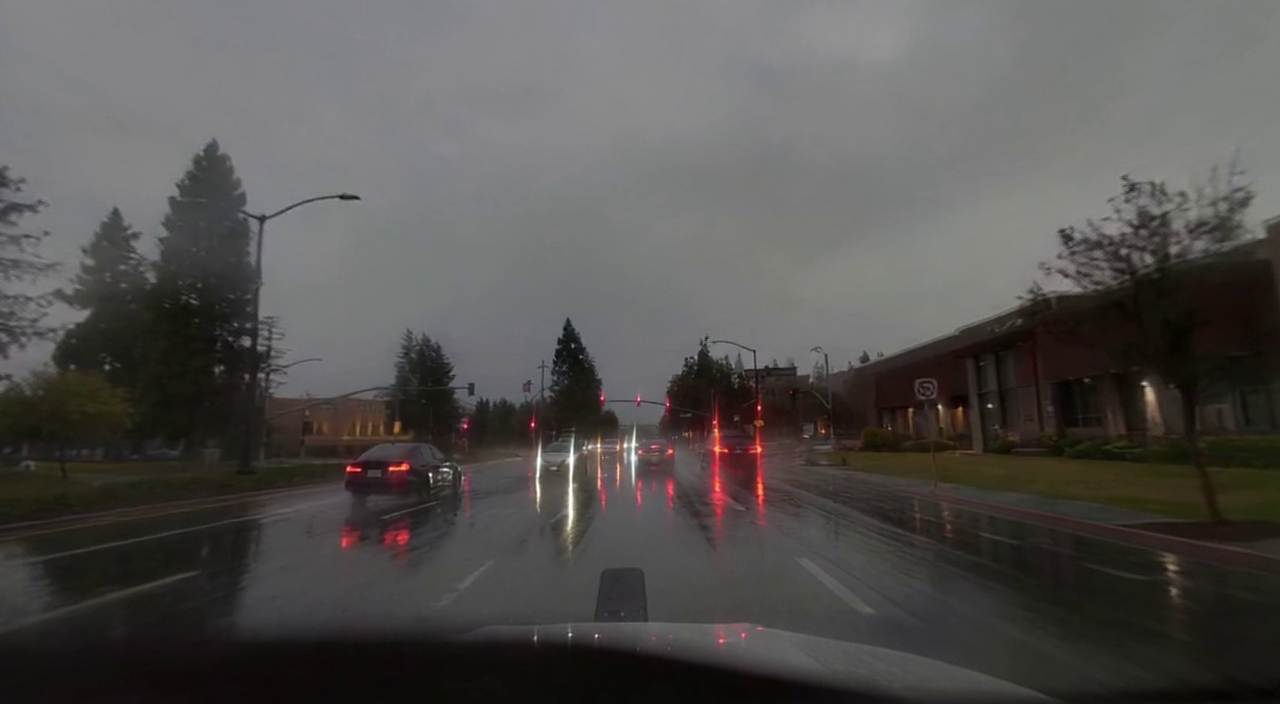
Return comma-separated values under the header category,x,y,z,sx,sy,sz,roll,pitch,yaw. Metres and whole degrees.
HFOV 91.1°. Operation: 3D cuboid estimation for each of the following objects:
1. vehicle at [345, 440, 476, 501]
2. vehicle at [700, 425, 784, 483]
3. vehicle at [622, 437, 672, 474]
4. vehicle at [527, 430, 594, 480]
category,x,y,z,sx,sy,sz,roll,pitch,yaw
vehicle,-6.233,3.240,17.736,1.926,1.465,4.620,0,-8,0
vehicle,3.484,3.599,22.432,2.141,1.833,4.704,0,-8,-1
vehicle,0.278,4.415,27.066,2.021,1.461,3.862,0,-8,0
vehicle,-2.931,3.916,24.087,1.912,1.703,4.261,0,-8,2
